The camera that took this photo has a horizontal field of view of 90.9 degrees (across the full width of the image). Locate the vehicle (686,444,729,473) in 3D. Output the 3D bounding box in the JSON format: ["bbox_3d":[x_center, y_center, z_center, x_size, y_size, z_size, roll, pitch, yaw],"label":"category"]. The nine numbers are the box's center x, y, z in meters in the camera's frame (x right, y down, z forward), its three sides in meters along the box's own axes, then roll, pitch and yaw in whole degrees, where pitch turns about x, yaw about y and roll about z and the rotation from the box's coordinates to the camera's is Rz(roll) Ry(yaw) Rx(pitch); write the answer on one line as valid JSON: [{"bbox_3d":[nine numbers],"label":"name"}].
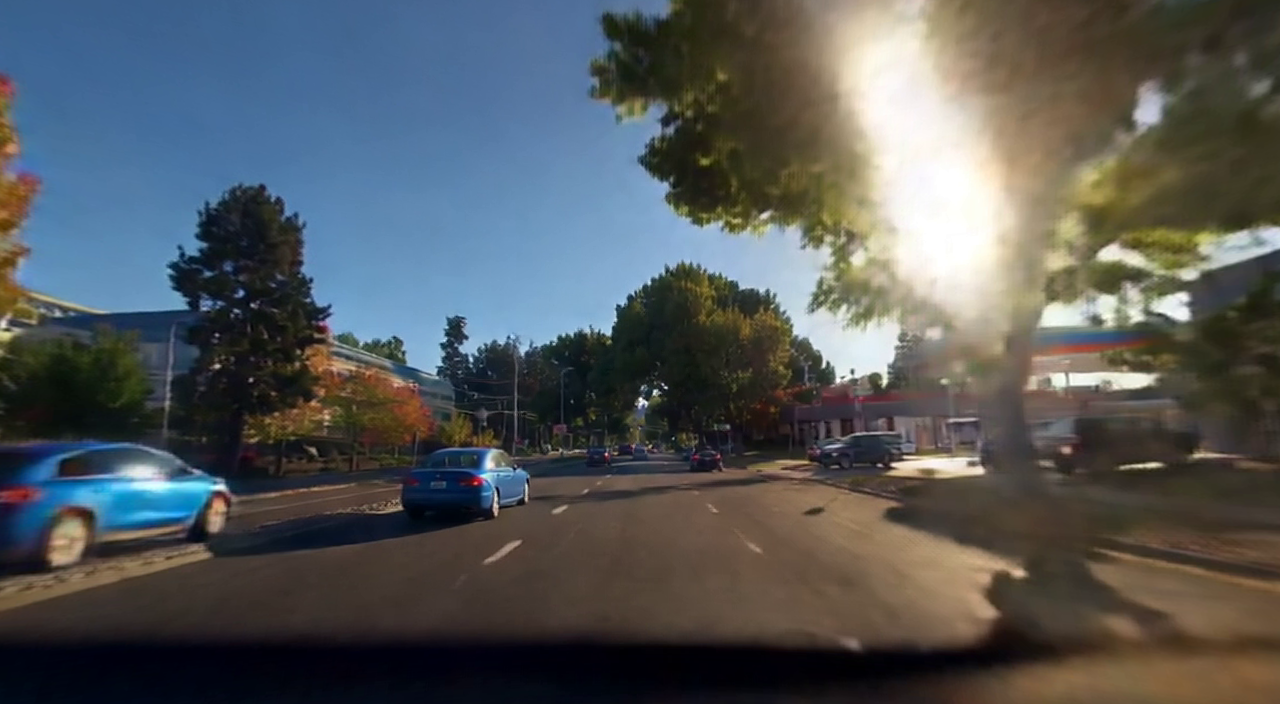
[{"bbox_3d":[3.591,5.709,34.093,1.883,1.465,3.975,0,-8,0],"label":"vehicle"}]

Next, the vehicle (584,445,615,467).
[{"bbox_3d":[-2.872,7.446,45.388,1.841,1.474,4.038,0,-8,2],"label":"vehicle"}]

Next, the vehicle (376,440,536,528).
[{"bbox_3d":[-3.469,2.546,12.855,1.803,1.463,4.422,0,-8,2],"label":"vehicle"}]

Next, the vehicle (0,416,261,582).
[{"bbox_3d":[-8.711,2.079,9.805,2.370,1.909,5.431,0,-8,-2],"label":"vehicle"}]

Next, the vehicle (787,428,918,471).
[{"bbox_3d":[10.915,5.046,32.792,5.931,1.872,2.264,-3,-8,3],"label":"vehicle"}]
